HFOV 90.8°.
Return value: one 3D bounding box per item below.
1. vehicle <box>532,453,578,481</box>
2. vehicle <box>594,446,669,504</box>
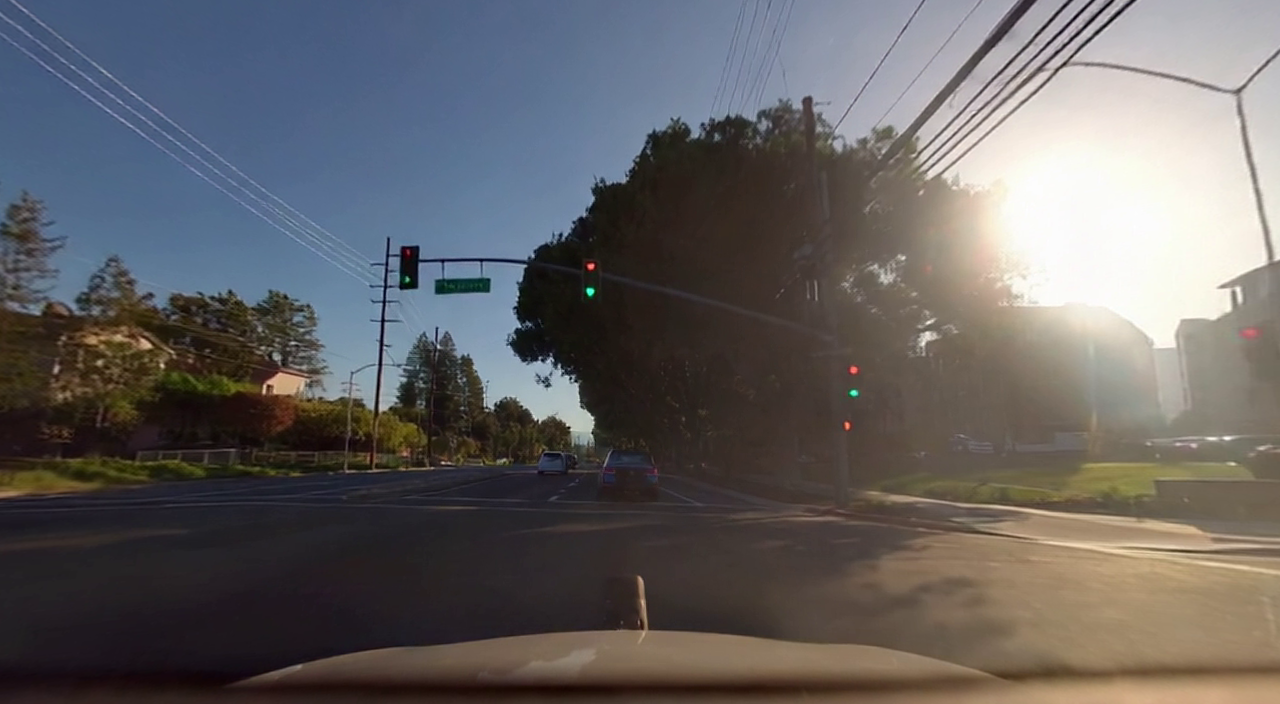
[{"bbox_3d":[-4.972,6.791,37.561,2.153,1.474,4.284,0,-9,0],"label":"vehicle"},{"bbox_3d":[-0.291,3.859,20.192,2.156,1.636,3.923,1,-9,-1],"label":"vehicle"}]
